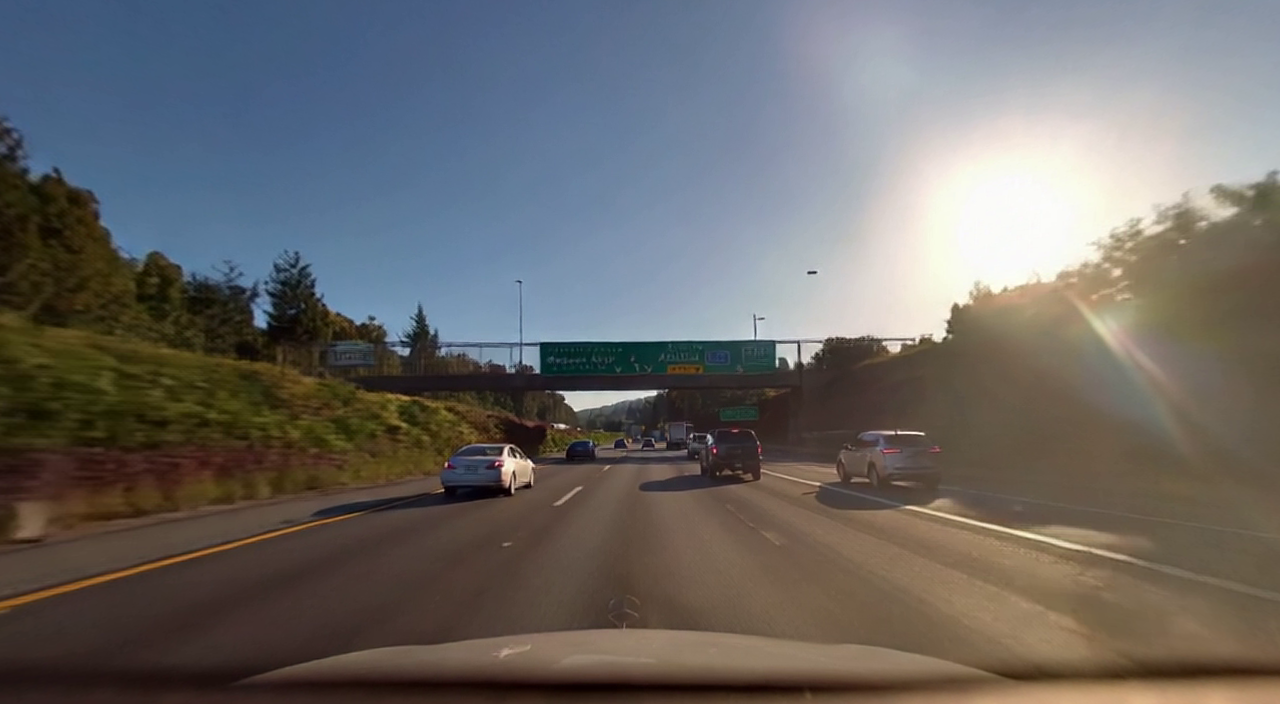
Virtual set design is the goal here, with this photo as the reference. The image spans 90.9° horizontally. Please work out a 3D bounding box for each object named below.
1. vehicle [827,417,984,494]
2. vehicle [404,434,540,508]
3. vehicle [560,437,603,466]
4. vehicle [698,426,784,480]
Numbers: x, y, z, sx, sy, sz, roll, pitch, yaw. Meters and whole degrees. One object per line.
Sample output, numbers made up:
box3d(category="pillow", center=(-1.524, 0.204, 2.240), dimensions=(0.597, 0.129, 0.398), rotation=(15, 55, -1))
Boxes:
box3d(category="vehicle", center=(7.727, 3.114, 19.238), dimensions=(2.291, 1.968, 5.662), rotation=(0, -9, 0))
box3d(category="vehicle", center=(-3.721, 2.715, 14.803), dimensions=(1.978, 1.473, 4.073), rotation=(0, -9, 1))
box3d(category="vehicle", center=(-3.400, 5.880, 37.425), dimensions=(2.020, 1.628, 4.248), rotation=(0, -9, 1))
box3d(category="vehicle", center=(3.947, 4.124, 25.911), dimensions=(2.517, 1.935, 5.552), rotation=(0, -9, -1))
